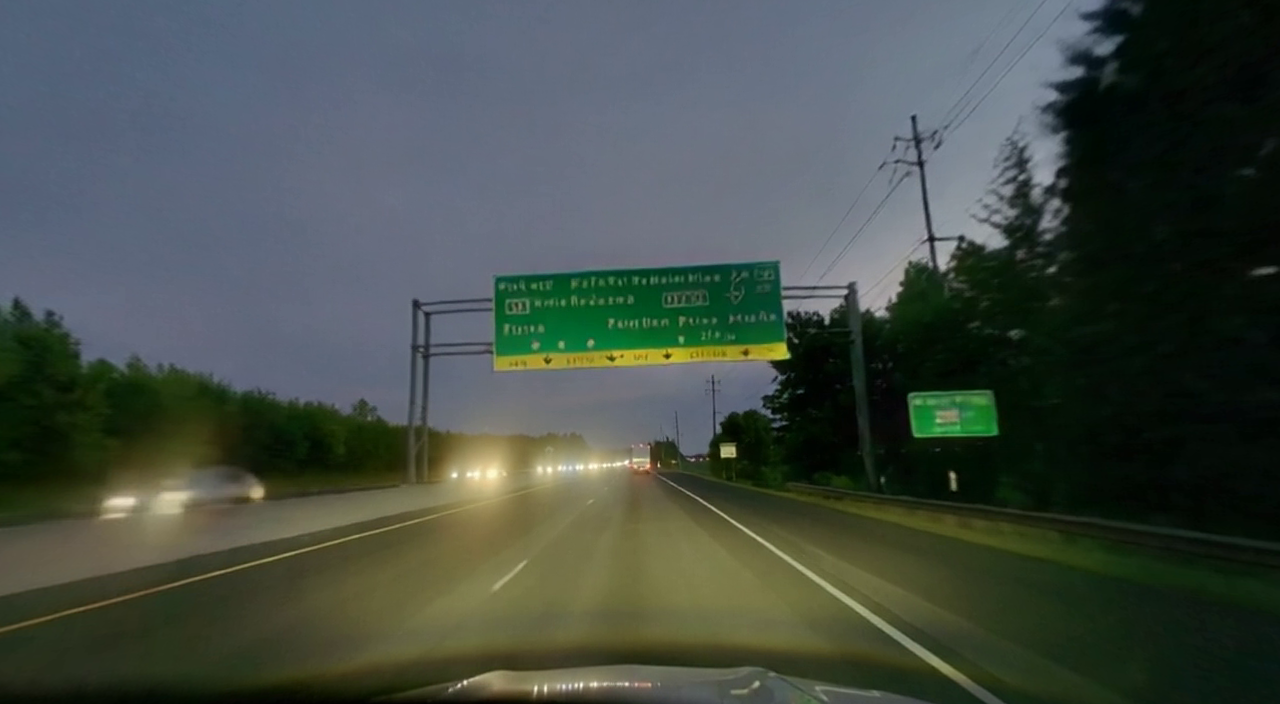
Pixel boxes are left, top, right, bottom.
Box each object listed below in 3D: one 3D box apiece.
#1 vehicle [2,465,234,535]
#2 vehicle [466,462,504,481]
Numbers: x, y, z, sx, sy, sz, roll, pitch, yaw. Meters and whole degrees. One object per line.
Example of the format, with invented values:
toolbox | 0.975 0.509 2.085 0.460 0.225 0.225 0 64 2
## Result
vehicle | -12.471 3.535 15.564 1.945 1.434 4.412 0 -10 -1
vehicle | -11.889 9.211 48.604 1.877 1.429 3.879 0 -11 0
